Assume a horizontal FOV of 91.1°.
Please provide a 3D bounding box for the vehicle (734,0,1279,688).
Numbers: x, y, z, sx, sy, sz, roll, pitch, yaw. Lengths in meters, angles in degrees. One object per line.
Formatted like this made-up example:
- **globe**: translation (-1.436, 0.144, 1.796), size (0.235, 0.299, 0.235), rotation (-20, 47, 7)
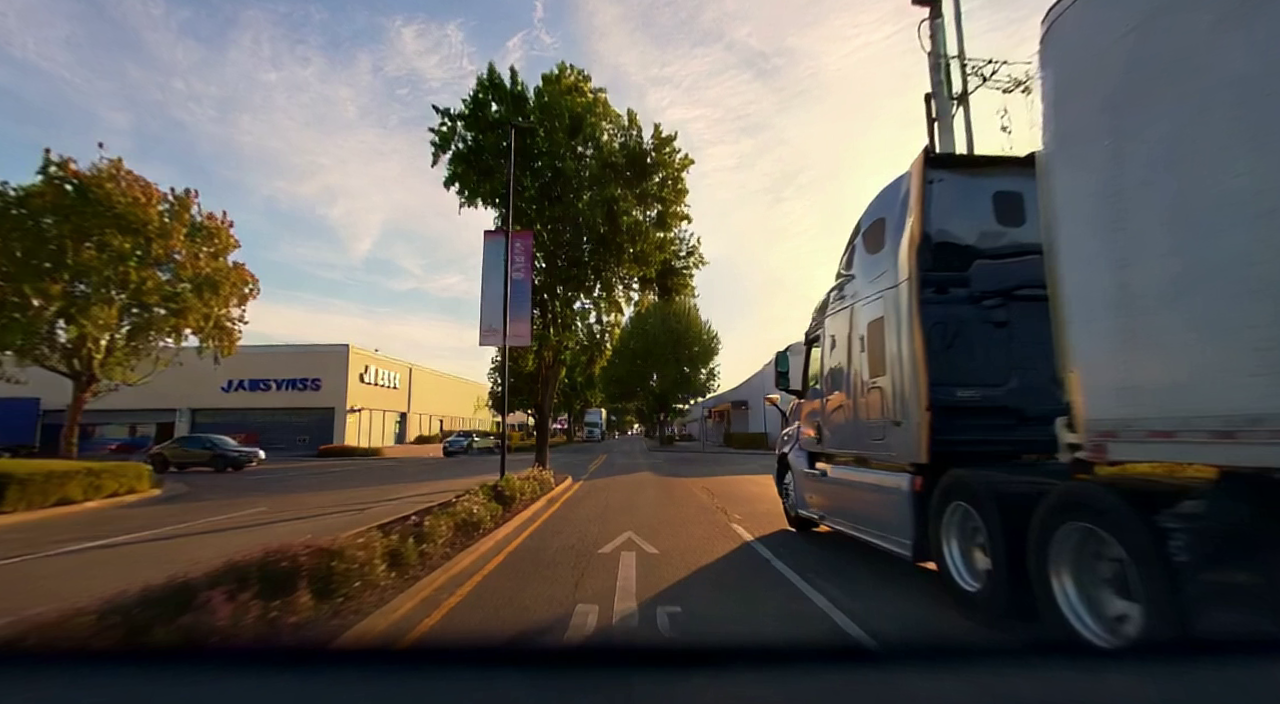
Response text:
- **vehicle**: translation (2.965, 0.154, 6.408), size (3.000, 3.950, 5.876), rotation (0, -8, -1)

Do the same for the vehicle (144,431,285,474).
- **vehicle**: translation (-16.663, 3.950, 24.775), size (4.248, 1.511, 1.881), rotation (-2, -9, 2)
